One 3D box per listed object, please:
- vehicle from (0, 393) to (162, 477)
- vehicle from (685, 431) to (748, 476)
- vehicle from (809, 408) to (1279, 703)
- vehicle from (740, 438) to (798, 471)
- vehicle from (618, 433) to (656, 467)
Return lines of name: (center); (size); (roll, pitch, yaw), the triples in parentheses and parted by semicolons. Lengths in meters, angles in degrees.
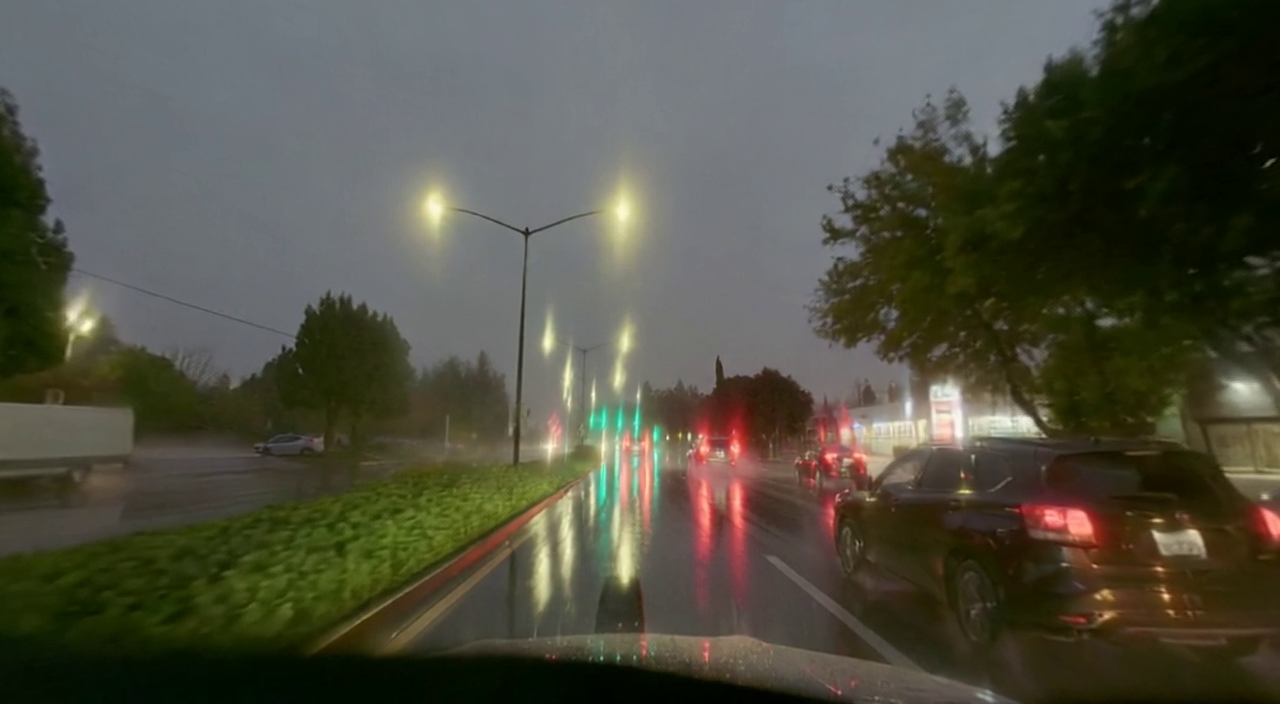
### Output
vehicle: (-25.679, 3.395, 26.258); (8.344, 3.233, 3.218); (3, -7, -10)
vehicle: (3.163, 4.289, 26.799); (2.000, 1.745, 4.206); (1, -8, -2)
vehicle: (2.897, 1.285, 4.897); (1.883, 1.452, 4.258); (0, -8, -1)
vehicle: (6.675, 5.341, 33.106); (1.954, 1.606, 4.423); (1, -8, -2)
vehicle: (-0.228, 5.573, 35.961); (2.051, 1.798, 4.168); (0, -8, -2)
